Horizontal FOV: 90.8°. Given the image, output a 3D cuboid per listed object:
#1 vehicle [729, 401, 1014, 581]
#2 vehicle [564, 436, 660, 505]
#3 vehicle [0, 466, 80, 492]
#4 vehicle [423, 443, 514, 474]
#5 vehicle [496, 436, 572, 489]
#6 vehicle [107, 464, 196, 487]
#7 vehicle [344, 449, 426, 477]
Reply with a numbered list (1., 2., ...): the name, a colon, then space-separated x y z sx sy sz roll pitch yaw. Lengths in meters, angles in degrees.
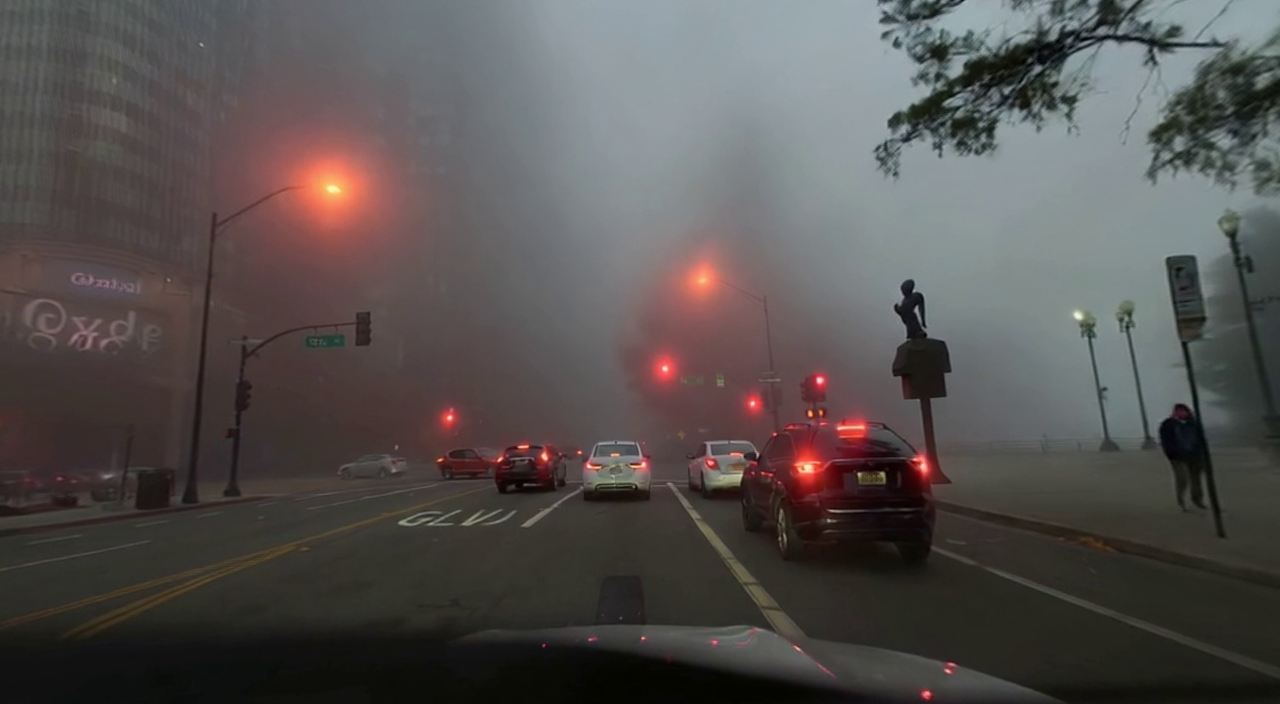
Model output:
1. vehicle: 2.611 1.703 8.541 2.096 1.775 4.440 0 -8 -1
2. vehicle: -0.642 2.918 16.000 2.096 1.492 4.071 0 -8 -1
3. vehicle: -40.214 8.427 41.961 4.224 1.622 1.808 0 -9 -1
4. vehicle: -10.238 6.325 37.746 4.855 1.769 2.071 4 -9 -26
5. vehicle: -3.611 3.847 22.408 2.045 1.633 4.864 0 -8 -2
6. vehicle: -32.359 8.172 41.925 4.392 1.427 1.764 0 -9 -1
7. vehicle: -16.935 7.372 42.187 1.953 1.752 4.612 -7 -11 39
